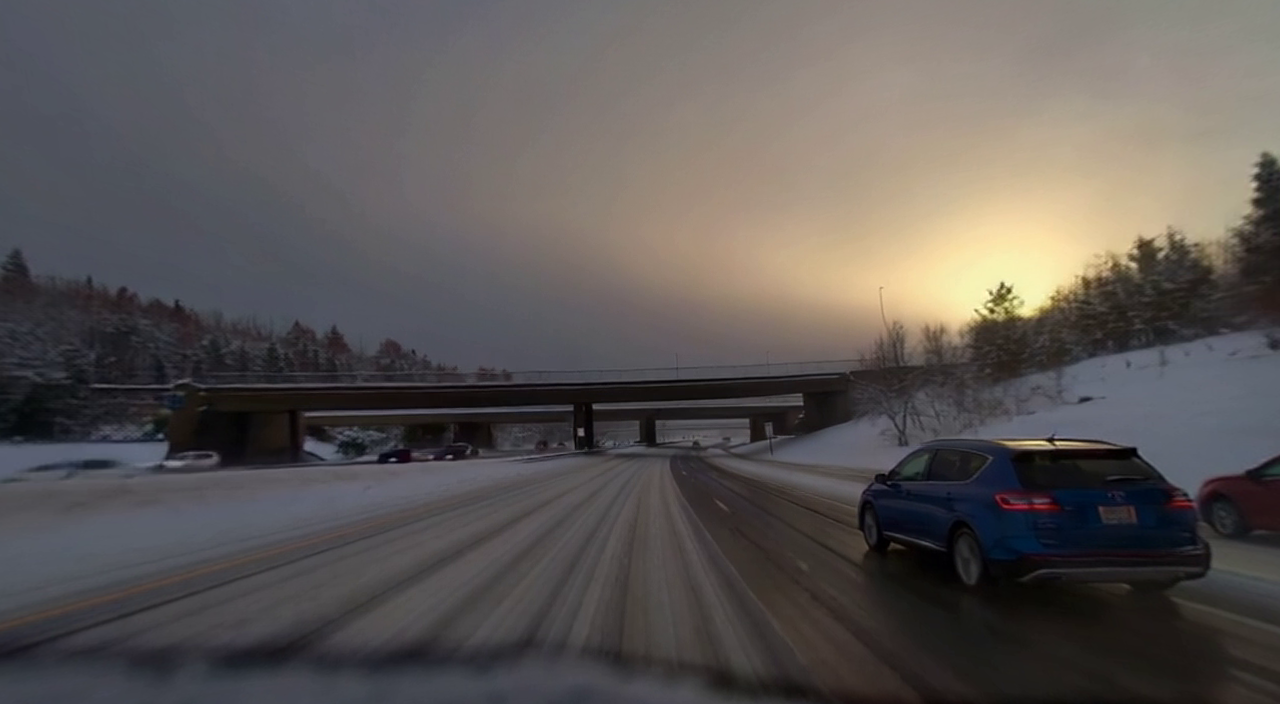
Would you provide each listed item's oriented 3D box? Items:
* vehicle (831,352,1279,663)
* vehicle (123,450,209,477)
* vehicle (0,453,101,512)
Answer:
[{"bbox_3d":[3.491,1.195,5.864,2.019,1.732,4.579,0,-9,1],"label":"vehicle"},{"bbox_3d":[-32.019,7.503,42.719,1.955,1.662,4.424,-2,-9,9],"label":"vehicle"},{"bbox_3d":[-17.534,3.521,17.145,1.806,1.484,4.367,0,-9,1],"label":"vehicle"}]
